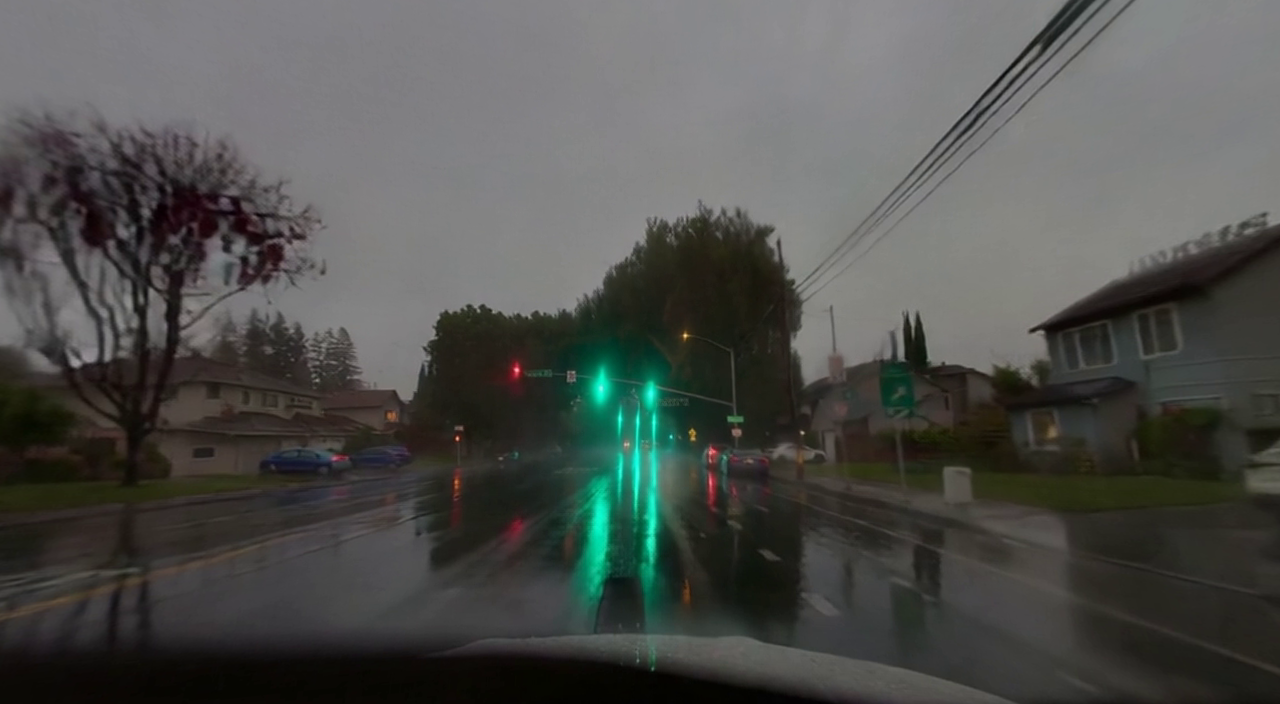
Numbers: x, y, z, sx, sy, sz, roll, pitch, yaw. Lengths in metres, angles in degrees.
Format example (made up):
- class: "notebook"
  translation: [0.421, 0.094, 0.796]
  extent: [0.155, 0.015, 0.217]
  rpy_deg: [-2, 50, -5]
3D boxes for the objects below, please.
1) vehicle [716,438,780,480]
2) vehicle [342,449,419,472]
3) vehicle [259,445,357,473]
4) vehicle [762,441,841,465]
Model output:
- class: "vehicle"
  translation: [5.181, 5.210, 30.811]
  extent: [2.164, 1.729, 4.488]
  rpy_deg: [4, -9, -1]
- class: "vehicle"
  translation: [-17.685, 7.398, 43.037]
  extent: [4.349, 1.457, 1.997]
  rpy_deg: [1, -8, -2]
- class: "vehicle"
  translation: [-18.235, 5.899, 34.728]
  extent: [4.355, 1.482, 1.794]
  rpy_deg: [0, -9, 0]
- class: "vehicle"
  translation: [11.111, 6.976, 43.527]
  extent: [4.875, 1.609, 1.954]
  rpy_deg: [0, -9, 1]
